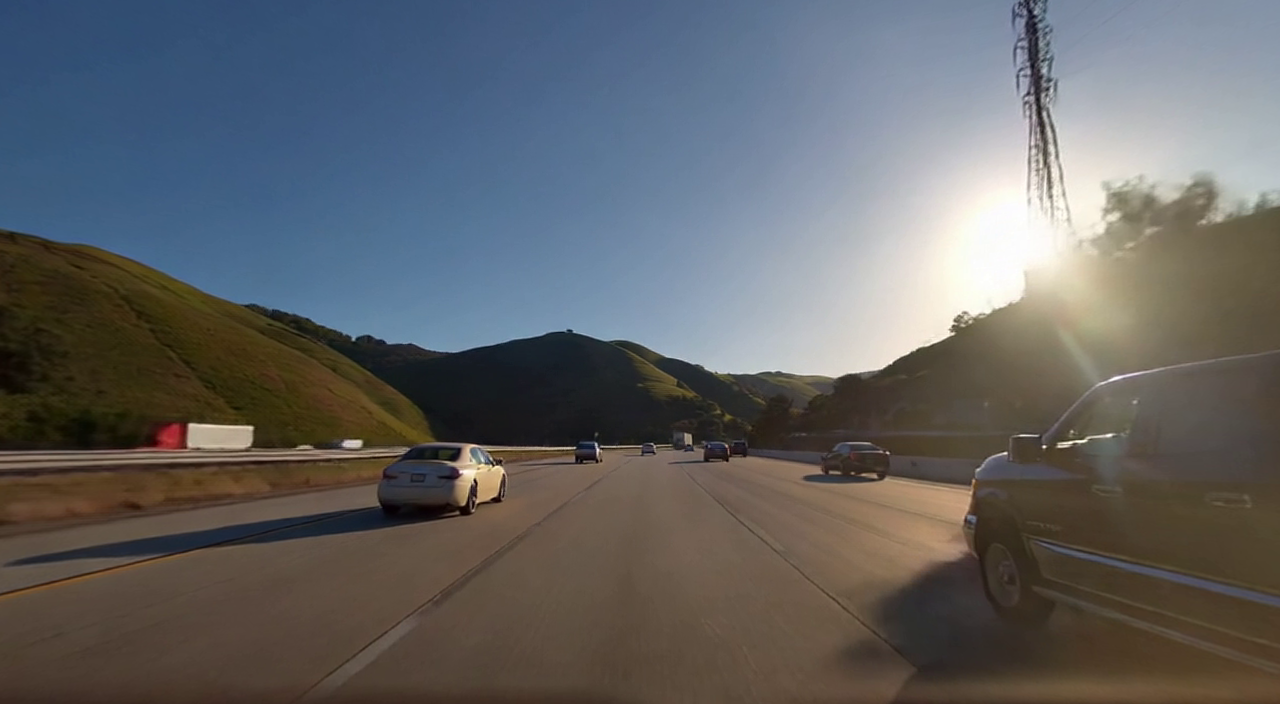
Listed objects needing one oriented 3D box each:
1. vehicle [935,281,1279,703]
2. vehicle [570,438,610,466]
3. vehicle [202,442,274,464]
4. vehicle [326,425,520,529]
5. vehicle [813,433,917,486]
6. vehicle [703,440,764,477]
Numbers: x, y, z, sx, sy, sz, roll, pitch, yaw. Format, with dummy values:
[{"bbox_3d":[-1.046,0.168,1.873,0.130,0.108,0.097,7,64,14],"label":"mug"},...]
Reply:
[{"bbox_3d":[3.450,0.720,2.482,2.098,1.925,5.171,0,-8,1],"label":"vehicle"},{"bbox_3d":[-3.121,6.342,40.058,2.021,1.679,4.310,-1,-8,2],"label":"vehicle"},{"bbox_3d":[-30.110,7.549,47.477,1.860,1.551,5.189,0,-8,2],"label":"vehicle"},{"bbox_3d":[-3.887,2.329,12.324,2.113,1.636,4.494,0,-8,1],"label":"vehicle"},{"bbox_3d":[7.691,3.717,22.058,1.986,1.633,4.430,0,-8,0],"label":"vehicle"},{"bbox_3d":[4.040,4.699,28.085,2.046,1.471,4.333,0,-8,0],"label":"vehicle"}]
